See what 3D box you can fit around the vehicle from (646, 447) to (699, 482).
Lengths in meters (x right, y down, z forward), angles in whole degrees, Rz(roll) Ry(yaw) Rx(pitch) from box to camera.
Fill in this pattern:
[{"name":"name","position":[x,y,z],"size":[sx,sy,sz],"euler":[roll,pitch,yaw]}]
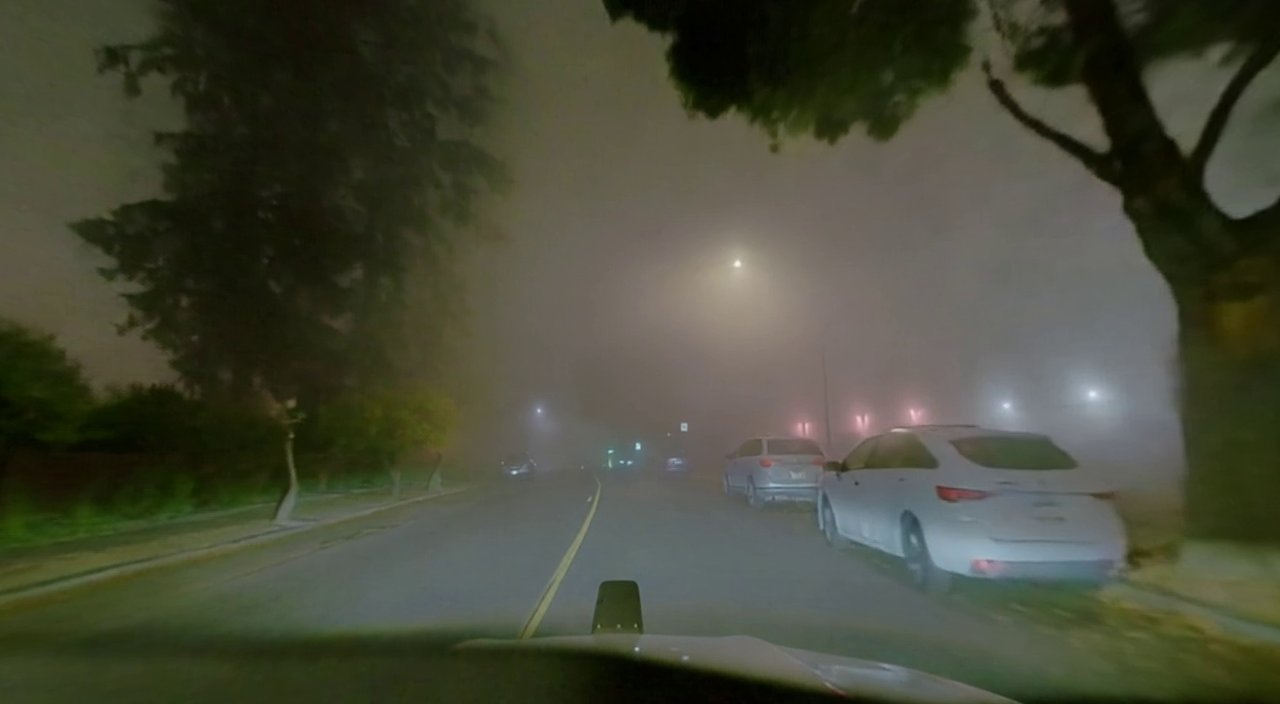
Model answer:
[{"name":"vehicle","position":[1.719,6.264,35.431],"size":[2.163,1.742,4.239],"euler":[0,-8,-8]}]

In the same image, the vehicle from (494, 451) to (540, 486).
[{"name":"vehicle","position":[-6.999,6.644,36.332],"size":[2.051,1.575,4.581],"euler":[-3,-7,-5]}]

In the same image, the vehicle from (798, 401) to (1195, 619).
[{"name":"vehicle","position":[3.452,1.587,7.434],"size":[1.970,1.709,4.568],"euler":[-1,-8,0]}]

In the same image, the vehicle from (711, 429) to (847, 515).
[{"name":"vehicle","position":[3.176,2.840,15.613],"size":[1.990,1.753,4.783],"euler":[-1,-8,-3]}]
